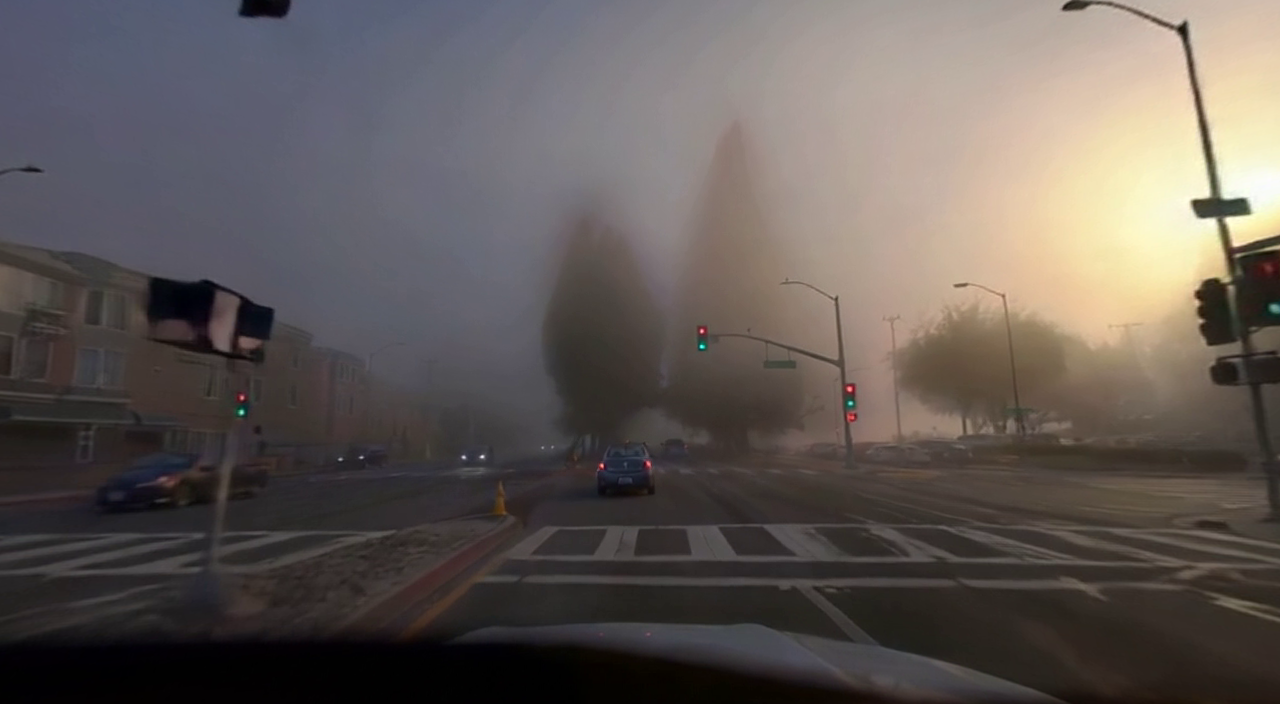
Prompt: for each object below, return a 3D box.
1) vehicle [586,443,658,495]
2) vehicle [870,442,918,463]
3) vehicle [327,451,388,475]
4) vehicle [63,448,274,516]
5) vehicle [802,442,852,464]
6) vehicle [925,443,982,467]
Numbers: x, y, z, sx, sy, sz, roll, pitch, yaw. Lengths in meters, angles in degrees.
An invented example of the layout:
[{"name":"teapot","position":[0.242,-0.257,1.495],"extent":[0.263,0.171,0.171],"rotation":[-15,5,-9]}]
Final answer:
[{"name":"vehicle","position":[-0.529,3.595,19.772],"extent":[2.010,1.447,4.121],"rotation":[0,-8,-1]},{"name":"vehicle","position":[18.941,7.436,46.830],"extent":[1.900,1.490,4.238],"rotation":[-8,-11,41]},{"name":"vehicle","position":[-19.513,7.669,43.663],"extent":[2.018,1.468,4.768],"rotation":[0,-8,0]},{"name":"vehicle","position":[-12.030,3.290,16.594],"extent":[1.963,1.504,4.640],"rotation":[0,-8,0]},{"name":"vehicle","position":[12.675,6.893,42.986],"extent":[1.849,1.429,4.335],"rotation":[0,-8,-3]},{"name":"vehicle","position":[19.777,6.436,39.633],"extent":[1.932,1.430,4.203],"rotation":[-8,-12,43]}]
